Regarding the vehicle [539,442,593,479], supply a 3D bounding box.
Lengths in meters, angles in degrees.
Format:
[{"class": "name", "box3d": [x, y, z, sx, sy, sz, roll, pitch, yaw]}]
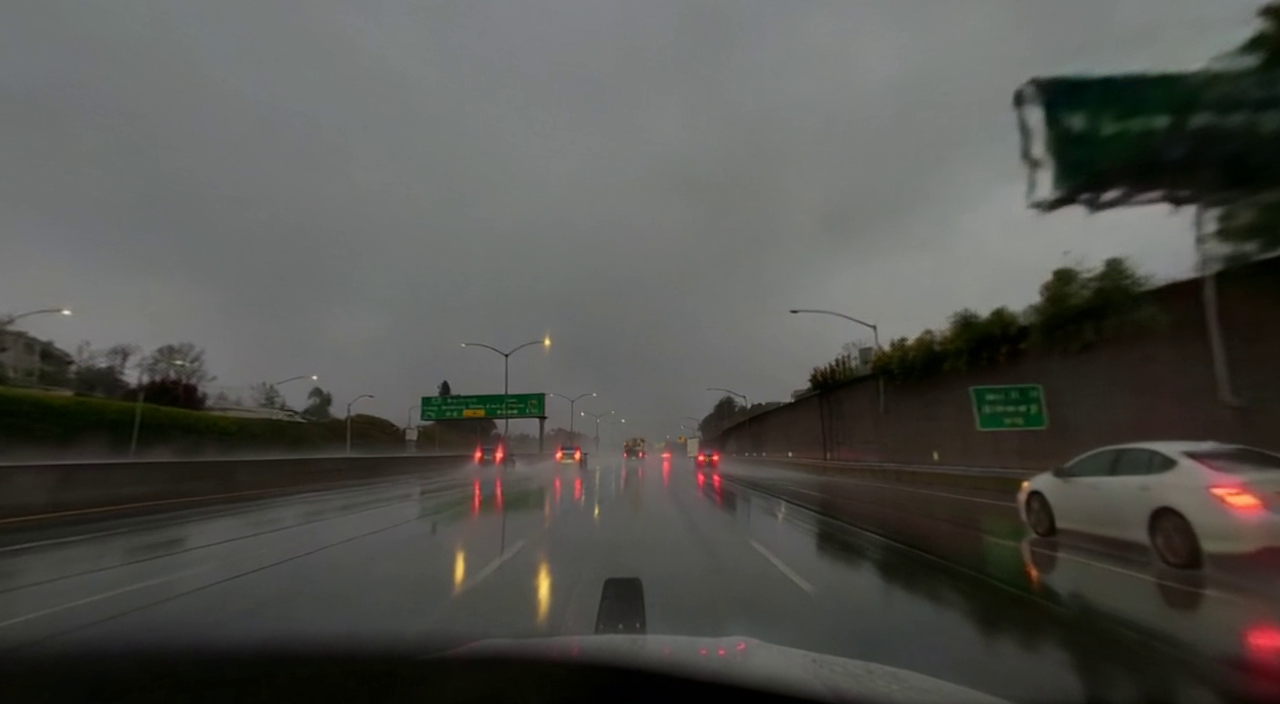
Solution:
[{"class": "vehicle", "box3d": [-3.573, 5.315, 31.163, 2.091, 1.664, 4.157, 0, -8, 1]}]

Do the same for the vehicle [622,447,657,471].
[{"class": "vehicle", "box3d": [-0.036, 7.108, 42.118, 2.166, 1.496, 4.158, 0, -8, 0]}]

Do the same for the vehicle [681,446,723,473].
[{"class": "vehicle", "box3d": [3.719, 6.593, 38.810, 2.077, 1.527, 4.553, 0, -8, -1]}]

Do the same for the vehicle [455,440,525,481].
[{"class": "vehicle", "box3d": [-6.839, 4.965, 29.200, 2.112, 1.721, 4.381, 0, -8, 0]}]

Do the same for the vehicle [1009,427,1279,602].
[{"class": "vehicle", "box3d": [6.870, 1.784, 7.709, 1.981, 1.587, 4.519, 0, -8, 0]}]
